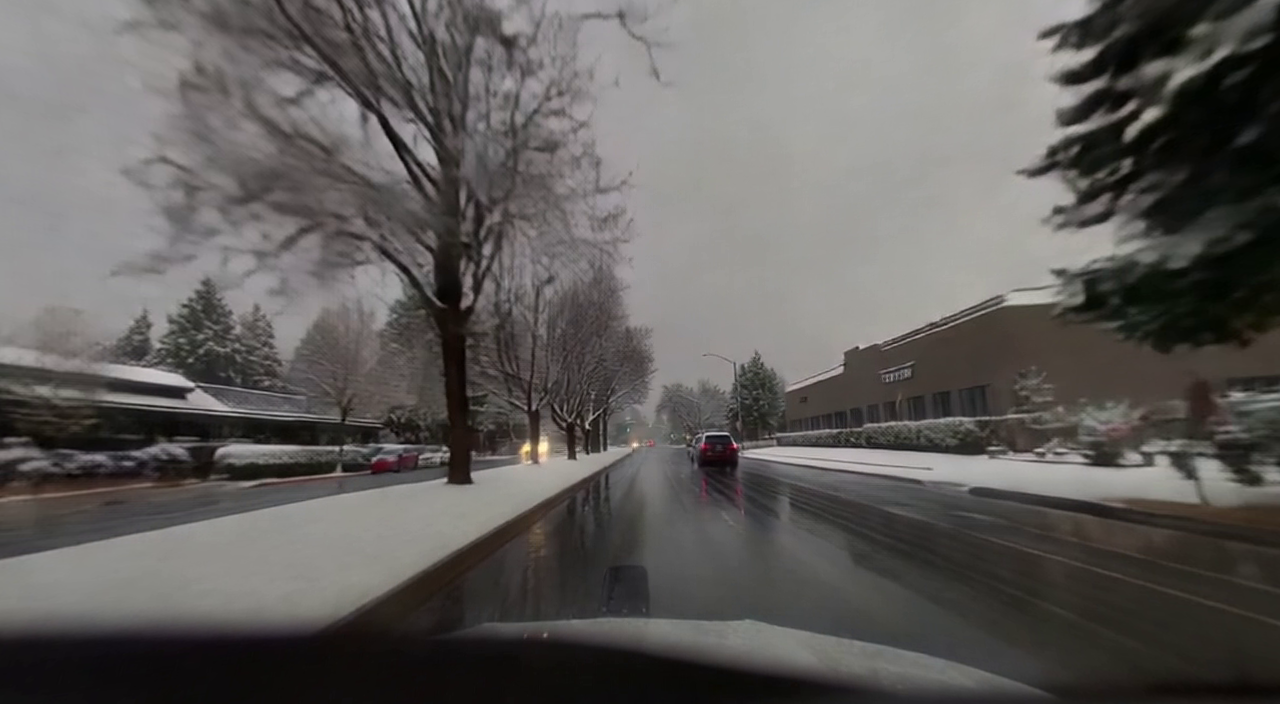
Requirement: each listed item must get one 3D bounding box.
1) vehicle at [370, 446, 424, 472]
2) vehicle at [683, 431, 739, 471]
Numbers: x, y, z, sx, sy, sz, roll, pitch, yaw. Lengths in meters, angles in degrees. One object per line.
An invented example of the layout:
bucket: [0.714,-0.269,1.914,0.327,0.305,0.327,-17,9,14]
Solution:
vehicle: [-16.201,7.148,42.315,1.848,1.641,4.644,0,-8,-1]
vehicle: [3.367,4.793,30.645,2.143,1.759,4.378,0,-8,-1]
